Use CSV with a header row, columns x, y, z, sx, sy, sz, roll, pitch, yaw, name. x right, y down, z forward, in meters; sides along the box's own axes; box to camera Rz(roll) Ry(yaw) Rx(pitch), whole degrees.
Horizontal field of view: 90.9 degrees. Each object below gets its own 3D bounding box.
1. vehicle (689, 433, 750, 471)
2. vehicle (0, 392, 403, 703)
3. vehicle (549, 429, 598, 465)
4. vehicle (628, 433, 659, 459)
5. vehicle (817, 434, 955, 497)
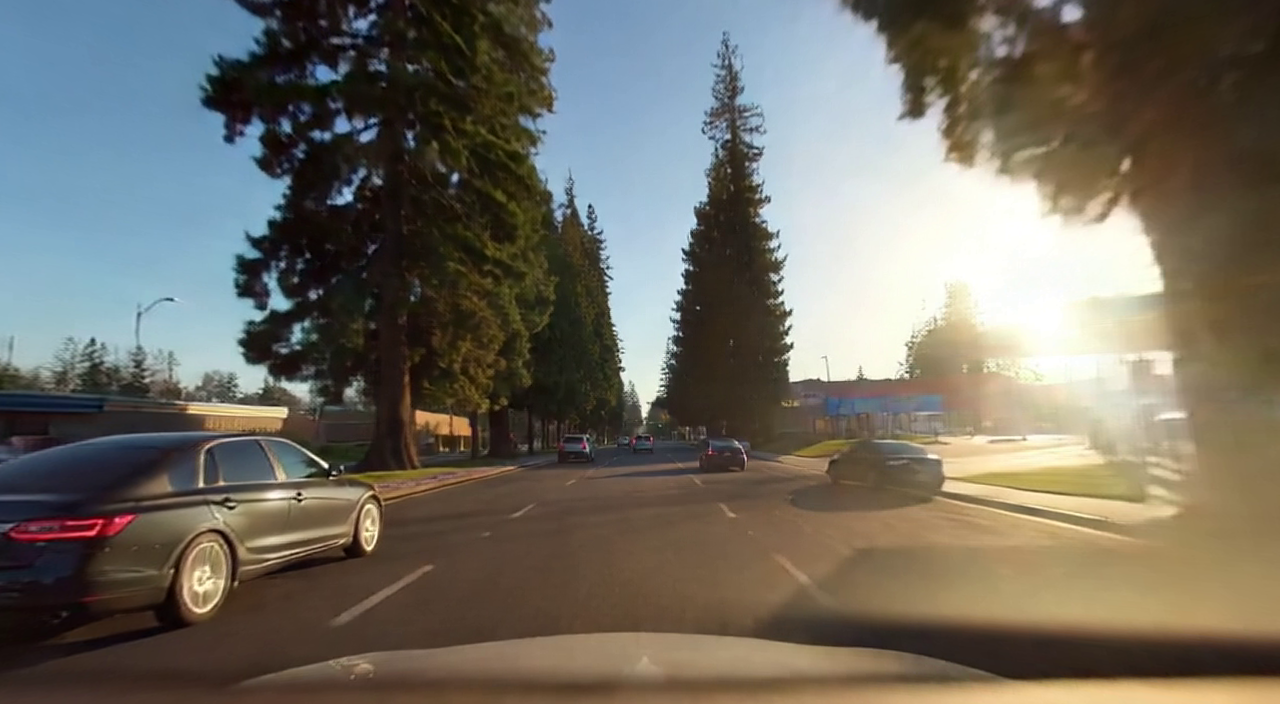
x,y,z,sx,sy,sz,roll,pitch,yaw,name
3.313,4.276,27.208,2.010,1.486,4.498,0,-8,-1,vehicle
-4.040,1.280,5.308,1.988,1.530,5.155,0,-8,1,vehicle
-3.429,5.038,33.509,2.051,1.747,4.370,0,-8,1,vehicle
0.203,5.960,40.125,1.922,1.579,3.642,0,-8,0,vehicle
6.299,2.928,16.741,1.856,1.421,4.357,0,-8,-1,vehicle
